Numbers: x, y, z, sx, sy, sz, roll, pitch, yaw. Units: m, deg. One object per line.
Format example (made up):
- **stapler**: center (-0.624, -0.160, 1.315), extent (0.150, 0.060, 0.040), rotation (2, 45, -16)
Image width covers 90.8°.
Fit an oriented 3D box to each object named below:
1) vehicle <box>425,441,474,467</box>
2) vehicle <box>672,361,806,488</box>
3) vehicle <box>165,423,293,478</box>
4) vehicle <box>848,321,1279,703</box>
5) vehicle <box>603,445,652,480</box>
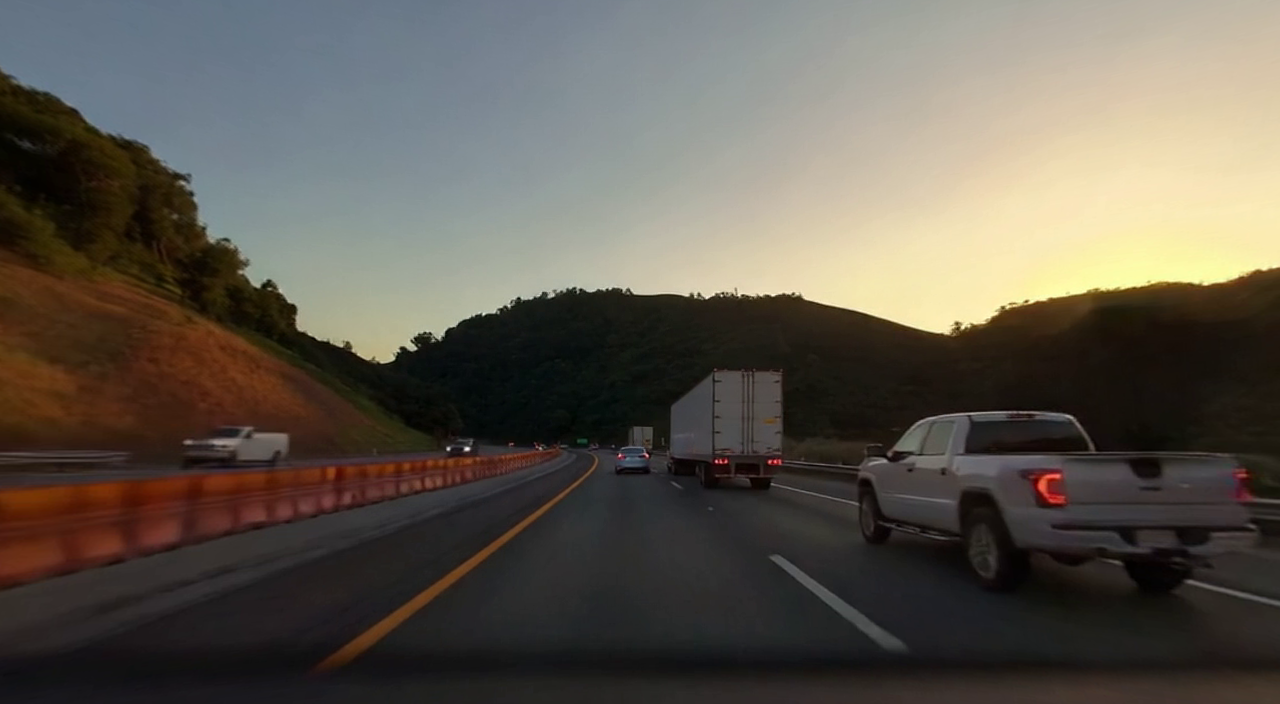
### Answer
- **vehicle**: center (-11.706, 6.318, 39.051), extent (1.803, 1.471, 4.299), rotation (0, -9, -1)
- **vehicle**: center (3.540, 3.447, 27.615), extent (2.911, 4.099, 14.578), rotation (0, -9, -2)
- **vehicle**: center (-15.497, 3.758, 24.163), extent (1.961, 1.903, 4.375), rotation (0, -9, -1)
- **vehicle**: center (3.900, 1.212, 5.859), extent (2.034, 1.968, 5.221), rotation (0, -9, -1)
- **vehicle**: center (-0.607, 4.855, 27.893), extent (2.029, 1.437, 3.794), rotation (0, -9, -3)
